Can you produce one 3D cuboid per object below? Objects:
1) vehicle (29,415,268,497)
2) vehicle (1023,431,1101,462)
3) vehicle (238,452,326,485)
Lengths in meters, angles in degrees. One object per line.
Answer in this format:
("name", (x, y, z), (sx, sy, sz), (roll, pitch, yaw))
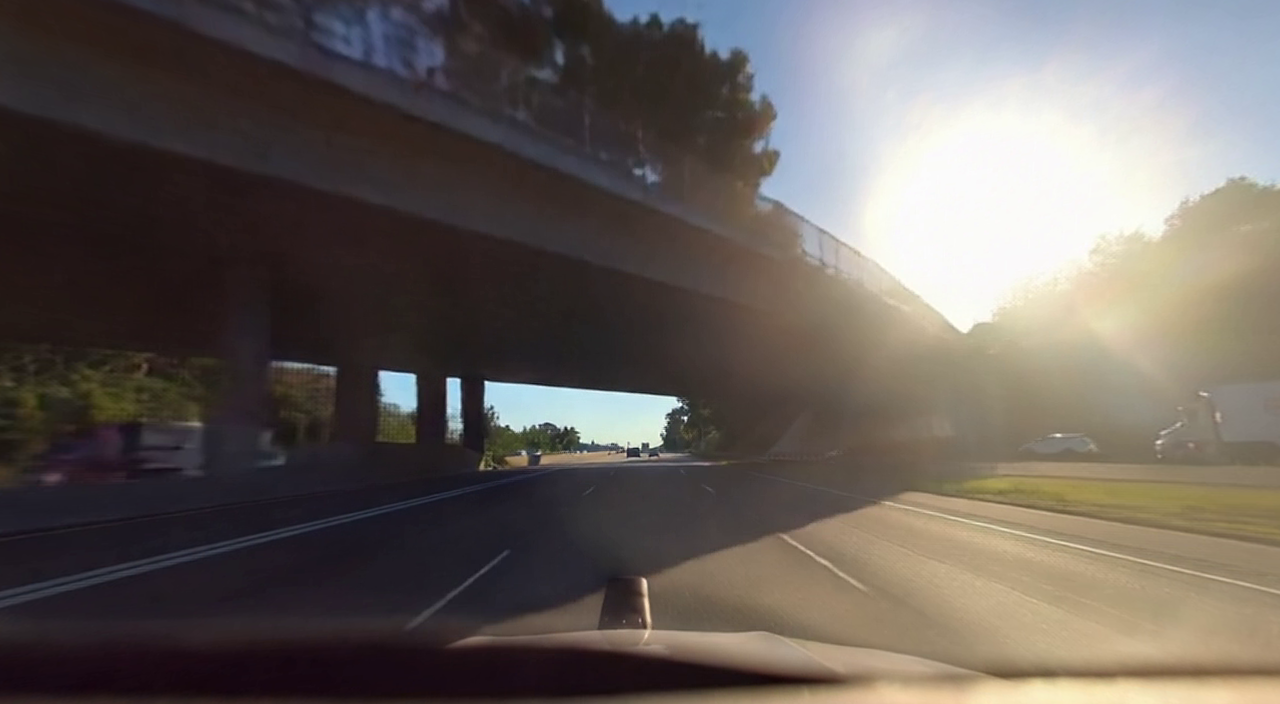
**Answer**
("vehicle", (-28.530, 6.247, 38.345), (2.858, 3.971, 14.344), (0, -9, 1))
("vehicle", (26.808, 6.025, 40.181), (2.038, 1.823, 3.744), (1, -9, -9))
("vehicle", (-21.138, 6.877, 37.516), (1.997, 1.743, 5.137), (0, -9, 3))
